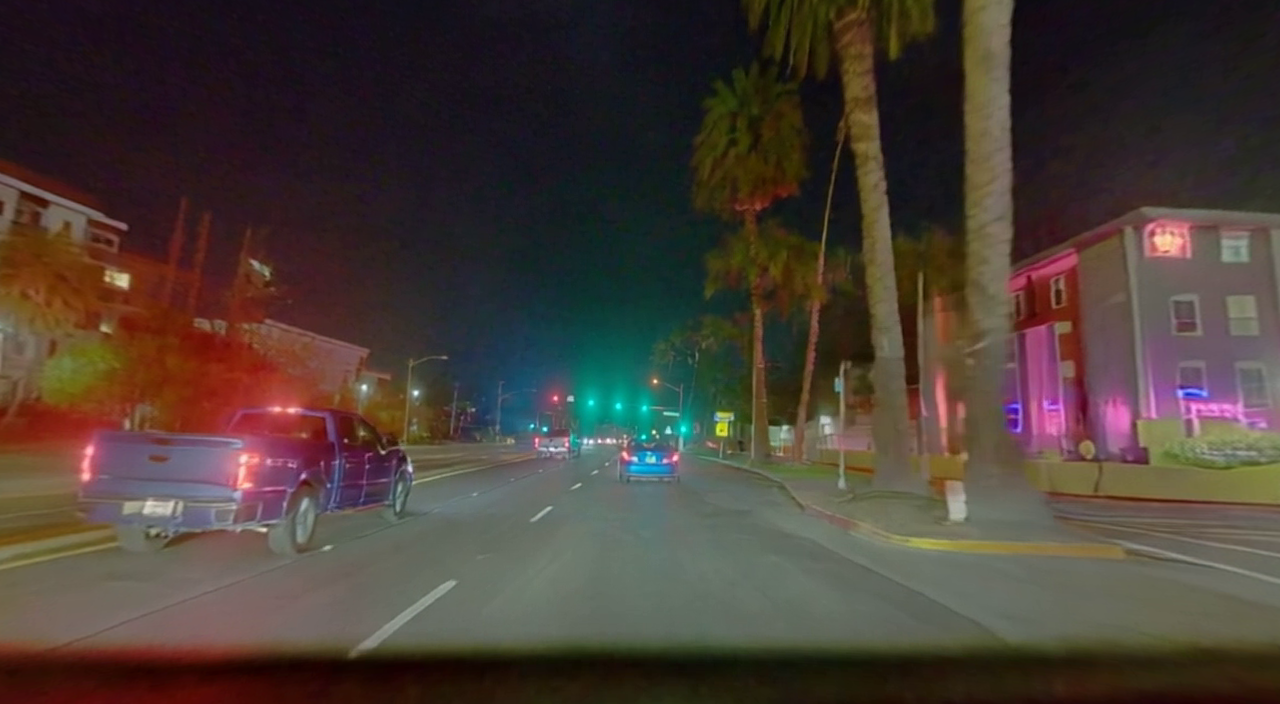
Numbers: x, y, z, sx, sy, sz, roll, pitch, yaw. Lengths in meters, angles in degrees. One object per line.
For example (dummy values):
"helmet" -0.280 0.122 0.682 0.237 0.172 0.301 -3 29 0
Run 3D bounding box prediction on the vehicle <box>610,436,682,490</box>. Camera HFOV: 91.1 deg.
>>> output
"vehicle" 0.164 3.575 20.614 2.122 1.562 4.152 0 -8 0

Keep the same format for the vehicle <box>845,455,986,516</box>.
"vehicle" 6.961 3.389 16.350 2.949 1.209 3.070 0 -8 16

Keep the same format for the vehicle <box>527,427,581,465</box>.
"vehicle" -5.007 5.613 37.457 2.447 2.062 5.911 0 -8 0

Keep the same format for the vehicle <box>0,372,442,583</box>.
"vehicle" -4.869 1.569 8.779 2.187 1.904 6.103 0 -8 0
